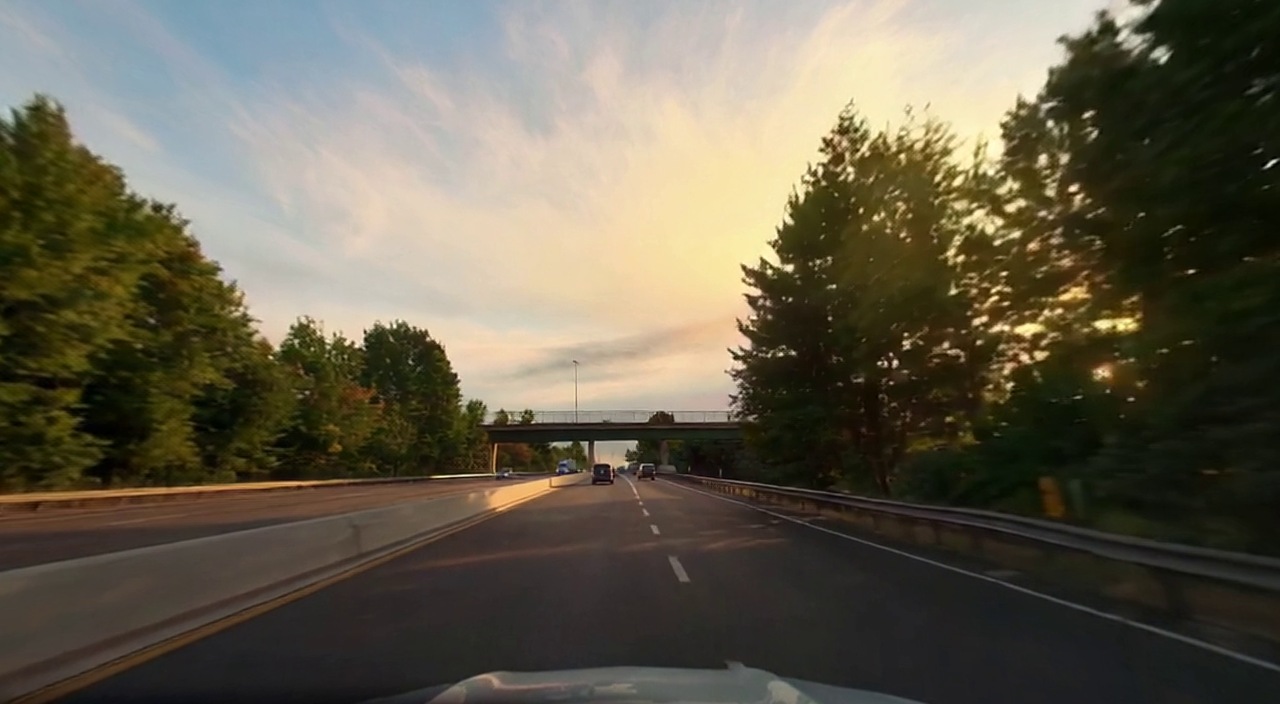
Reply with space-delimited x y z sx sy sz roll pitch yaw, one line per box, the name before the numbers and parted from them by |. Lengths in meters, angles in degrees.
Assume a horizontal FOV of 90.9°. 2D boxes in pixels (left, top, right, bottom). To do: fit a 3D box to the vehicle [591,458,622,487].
vehicle | -2.459 8.949 46.746 2.162 1.973 4.341 1 -11 -2
